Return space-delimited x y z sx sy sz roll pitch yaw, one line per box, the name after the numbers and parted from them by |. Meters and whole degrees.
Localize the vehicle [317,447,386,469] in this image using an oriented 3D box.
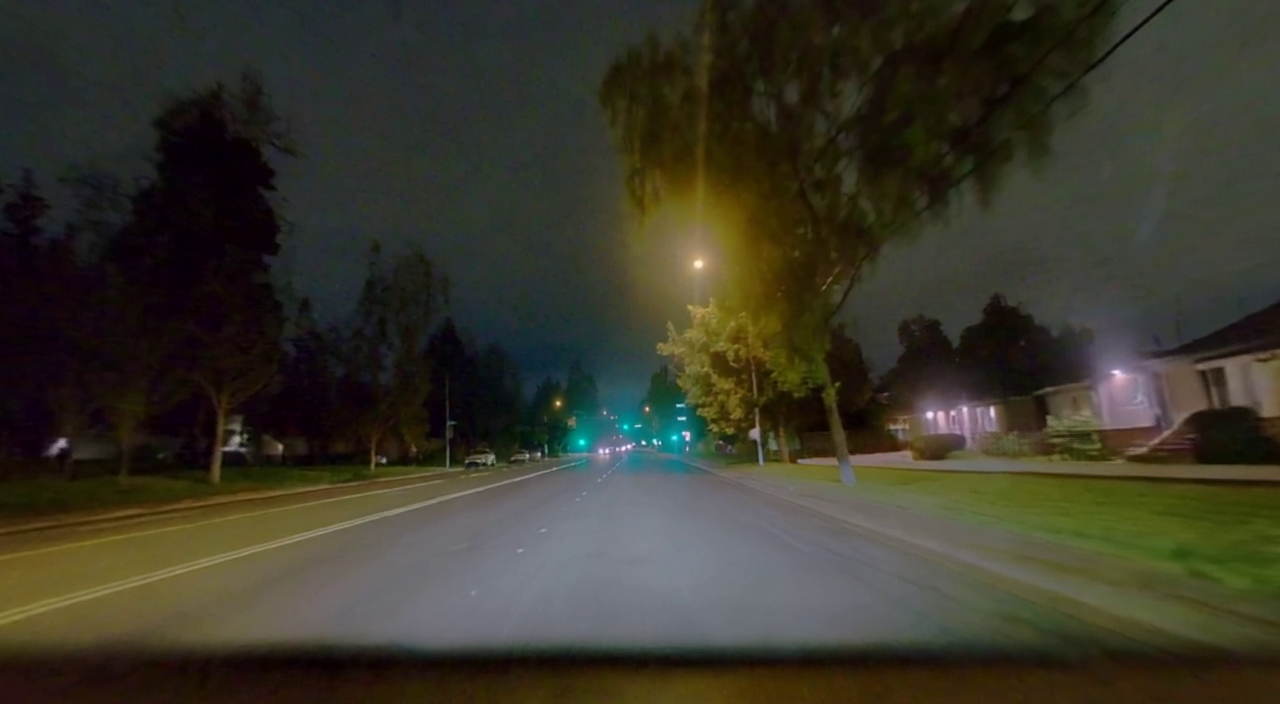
-22.755 8.373 49.953 4.514 1.711 1.855 0 -9 0 | vehicle
